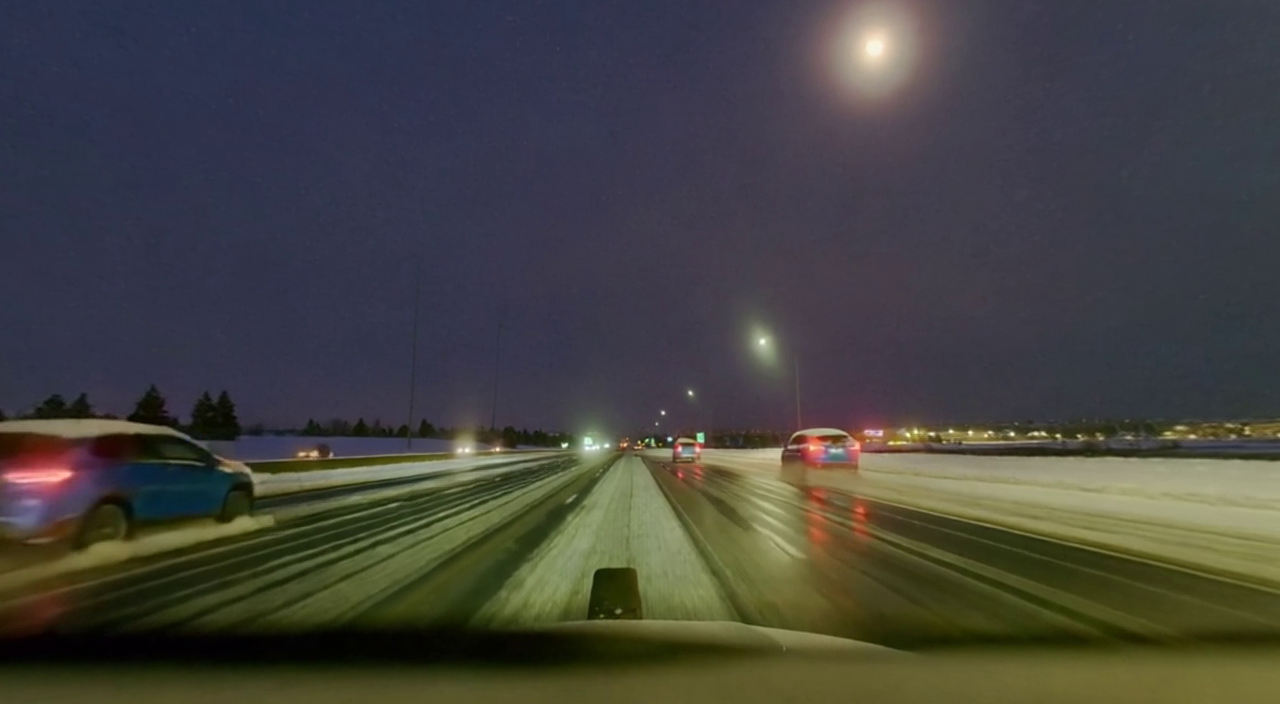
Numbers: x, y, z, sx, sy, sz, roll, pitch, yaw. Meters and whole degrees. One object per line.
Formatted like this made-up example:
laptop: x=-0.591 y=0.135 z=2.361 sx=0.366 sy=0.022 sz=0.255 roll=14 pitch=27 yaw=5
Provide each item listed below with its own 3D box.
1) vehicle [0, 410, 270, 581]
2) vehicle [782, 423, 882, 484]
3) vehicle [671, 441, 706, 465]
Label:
vehicle: x=-7.499 y=1.703 z=8.344 sx=2.083 sy=1.696 sz=5.464 roll=1 pitch=-8 yaw=-2
vehicle: x=6.773 y=3.632 z=22.881 sx=2.065 sy=1.953 sz=4.605 roll=0 pitch=-8 yaw=-1
vehicle: x=3.281 y=6.944 z=43.512 sx=2.000 sy=1.533 sz=3.770 roll=0 pitch=-8 yaw=-2
